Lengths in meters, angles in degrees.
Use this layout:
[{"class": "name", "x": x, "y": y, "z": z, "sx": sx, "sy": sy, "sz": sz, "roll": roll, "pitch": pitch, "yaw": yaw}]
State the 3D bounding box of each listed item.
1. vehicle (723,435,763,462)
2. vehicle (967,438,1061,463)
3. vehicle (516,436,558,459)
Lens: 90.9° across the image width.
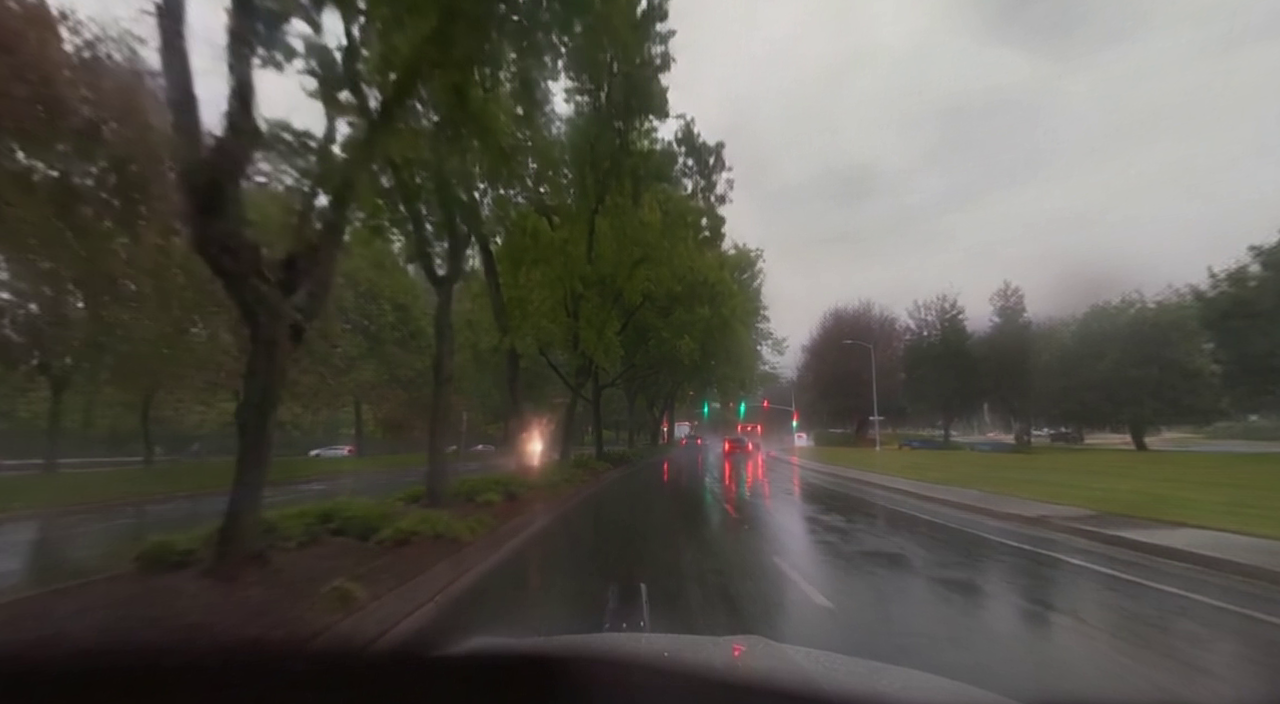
[{"class": "vehicle", "x": 5.975, "y": 5.626, "z": 36.927, "sx": 1.989, "sy": 1.497, "sz": 4.436, "roll": -1, "pitch": -8, "yaw": 5}, {"class": "vehicle", "x": 23.269, "y": 6.125, "z": 39.390, "sx": 4.322, "sy": 1.467, "sz": 2.457, "roll": 0, "pitch": -8, "yaw": -1}, {"class": "vehicle", "x": -8.049, "y": 7.520, "z": 49.730, "sx": 1.969, "sy": 1.755, "sz": 4.518, "roll": -1, "pitch": -8, "yaw": 9}]
